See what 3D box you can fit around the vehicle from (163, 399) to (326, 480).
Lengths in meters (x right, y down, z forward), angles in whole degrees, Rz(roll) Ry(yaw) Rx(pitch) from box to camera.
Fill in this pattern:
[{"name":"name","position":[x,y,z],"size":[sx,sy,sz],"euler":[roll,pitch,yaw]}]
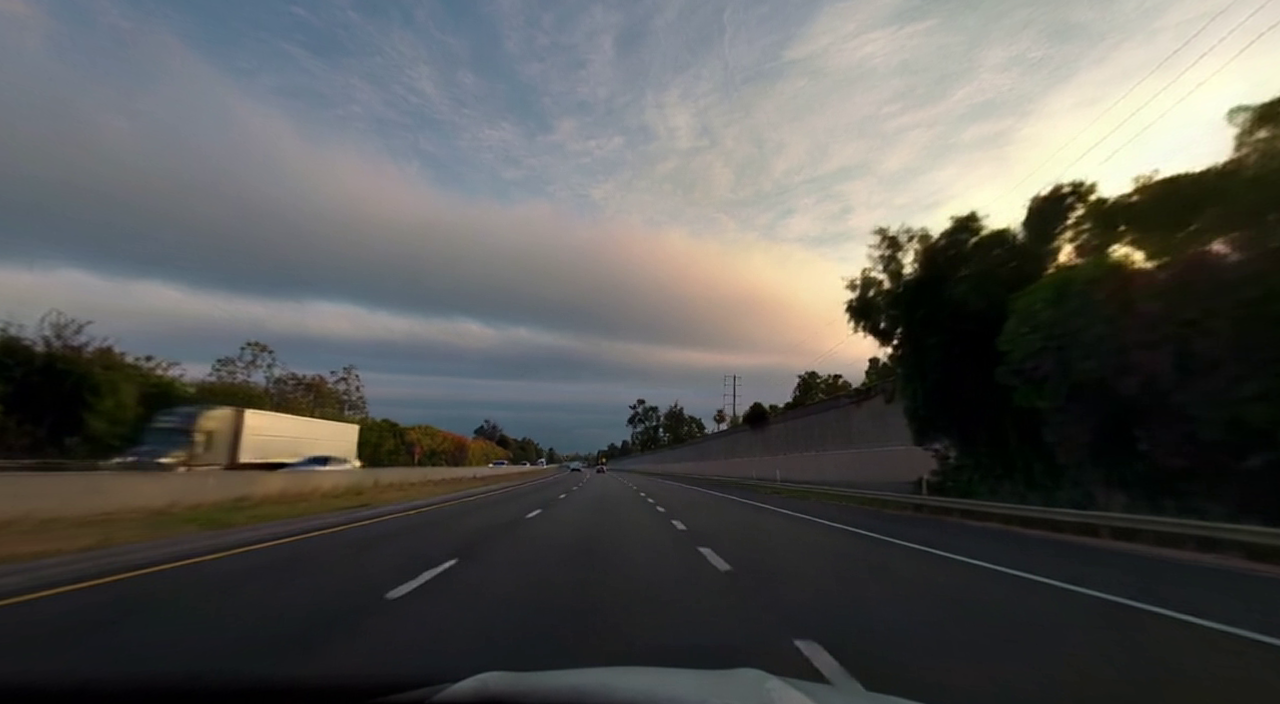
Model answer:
[{"name":"vehicle","position":[-21.666,5.139,35.566],"size":[3.076,3.885,9.801],"euler":[1,-10,-3]}]

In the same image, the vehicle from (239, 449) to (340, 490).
[{"name":"vehicle","position":[-13.629,4.629,24.796],"size":[1.763,1.441,3.984],"euler":[1,-10,-2]}]
